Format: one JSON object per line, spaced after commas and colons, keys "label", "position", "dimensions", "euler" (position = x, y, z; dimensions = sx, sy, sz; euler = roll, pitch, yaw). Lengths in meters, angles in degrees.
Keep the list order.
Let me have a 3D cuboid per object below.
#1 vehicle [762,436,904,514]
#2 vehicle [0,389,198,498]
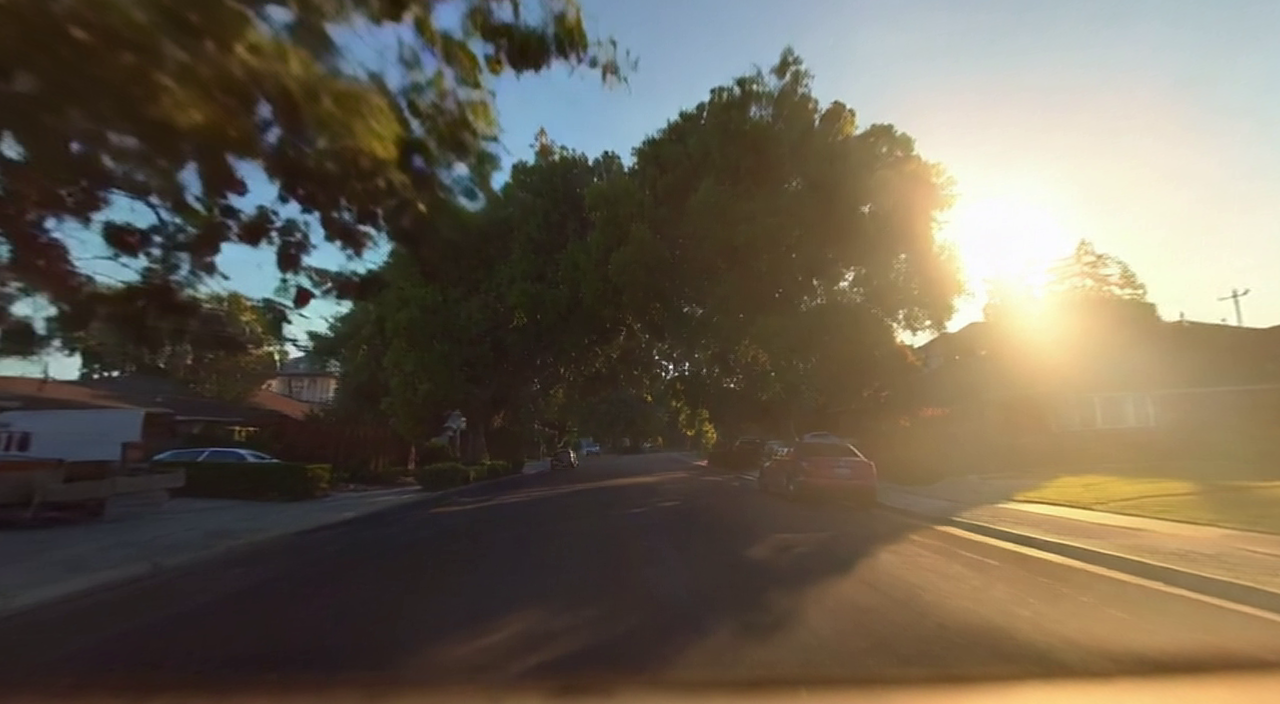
{"label": "vehicle", "position": [4.218, 2.747, 14.598], "dimensions": [2.011, 1.521, 4.292], "euler": [-1, -9, 1]}
{"label": "vehicle", "position": [-16.437, 2.639, 17.710], "dimensions": [6.381, 2.645, 2.703], "euler": [-4, -9, 10]}
